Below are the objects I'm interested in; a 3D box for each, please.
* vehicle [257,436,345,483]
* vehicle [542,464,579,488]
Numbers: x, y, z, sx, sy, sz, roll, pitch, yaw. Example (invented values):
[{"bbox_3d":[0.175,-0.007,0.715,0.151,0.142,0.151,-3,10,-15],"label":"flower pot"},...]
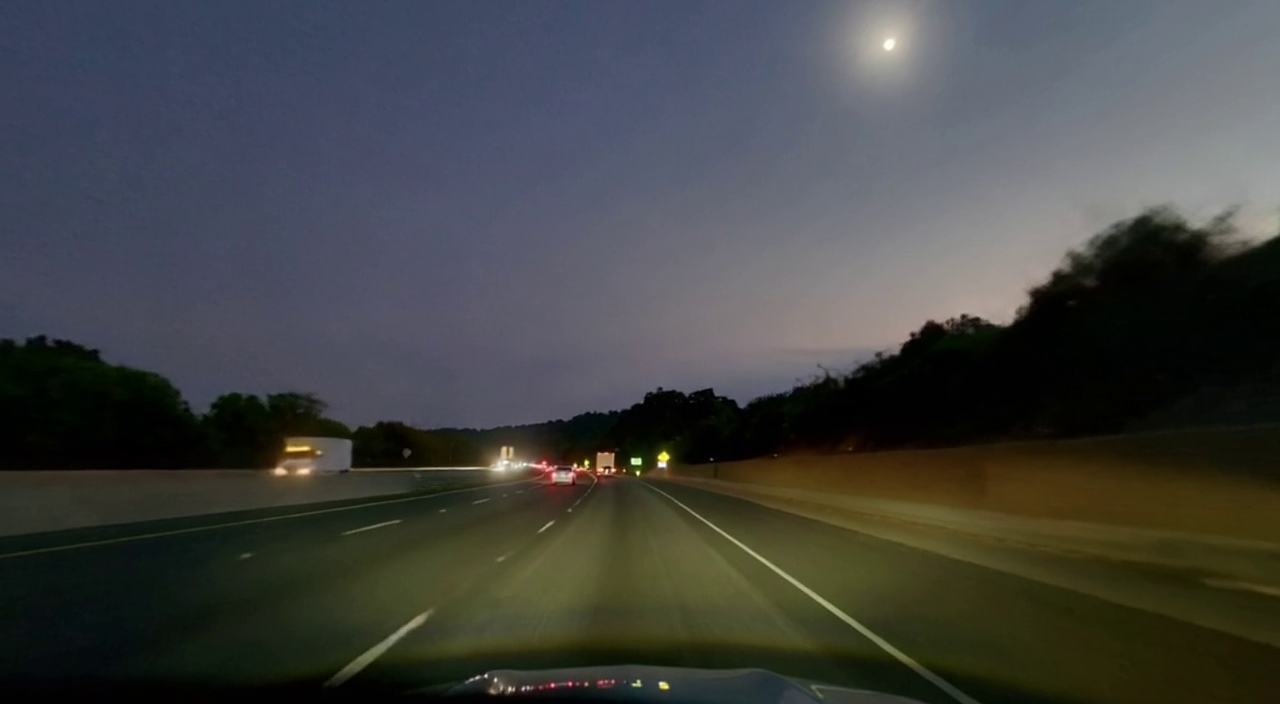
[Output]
[{"bbox_3d":[-22.805,7.363,42.789,2.701,2.920,5.854,1,-11,-1],"label":"vehicle"},{"bbox_3d":[-5.412,8.573,43.609,2.115,1.546,4.638,1,-11,-2],"label":"vehicle"}]
